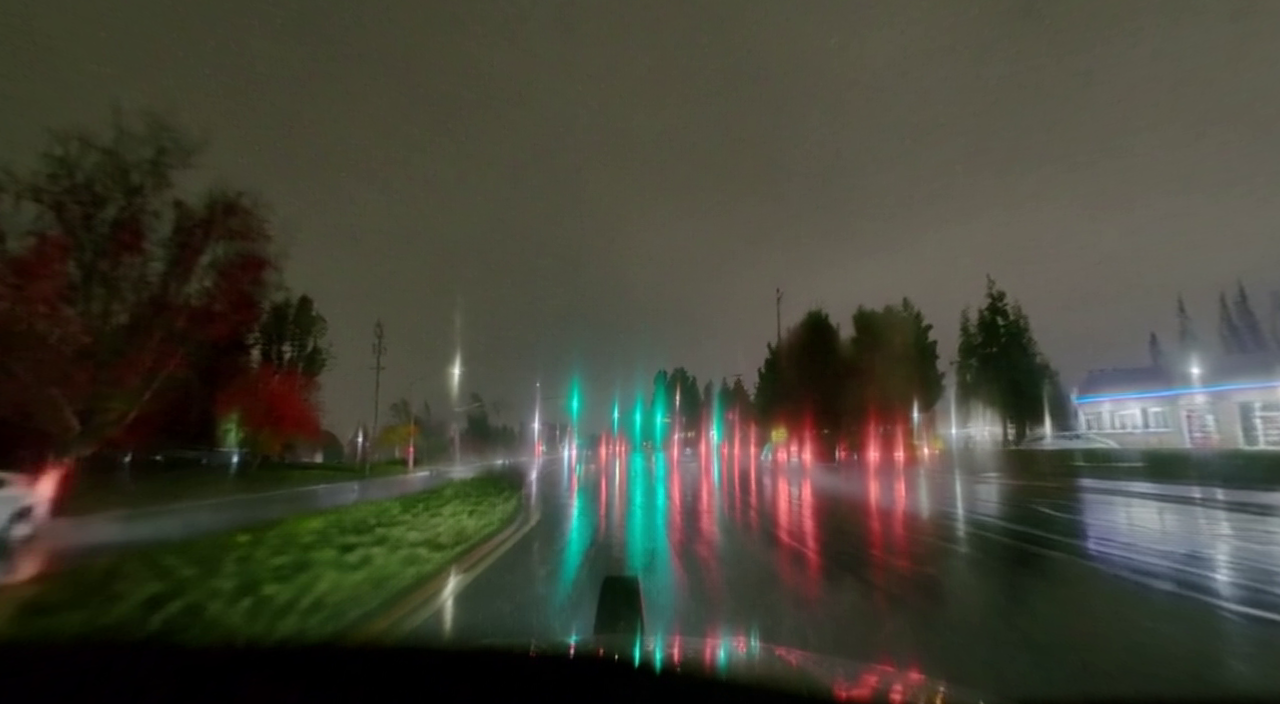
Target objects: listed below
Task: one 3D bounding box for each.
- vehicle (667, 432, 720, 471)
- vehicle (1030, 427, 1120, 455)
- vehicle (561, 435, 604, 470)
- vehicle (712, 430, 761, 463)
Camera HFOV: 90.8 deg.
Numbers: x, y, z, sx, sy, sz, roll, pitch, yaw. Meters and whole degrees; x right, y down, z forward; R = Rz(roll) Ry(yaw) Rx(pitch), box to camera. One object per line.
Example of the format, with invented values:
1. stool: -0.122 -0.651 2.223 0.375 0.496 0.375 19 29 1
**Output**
1. vehicle: 2.631 5.016 32.100 2.140 1.800 4.660 0 -8 -1
2. vehicle: 24.241 5.023 35.418 1.805 1.460 4.326 0 -8 -2
3. vehicle: -3.233 5.748 36.324 2.261 1.820 4.255 0 -8 -3
4. vehicle: 6.902 6.851 45.865 2.510 2.176 5.527 0 -8 -2
